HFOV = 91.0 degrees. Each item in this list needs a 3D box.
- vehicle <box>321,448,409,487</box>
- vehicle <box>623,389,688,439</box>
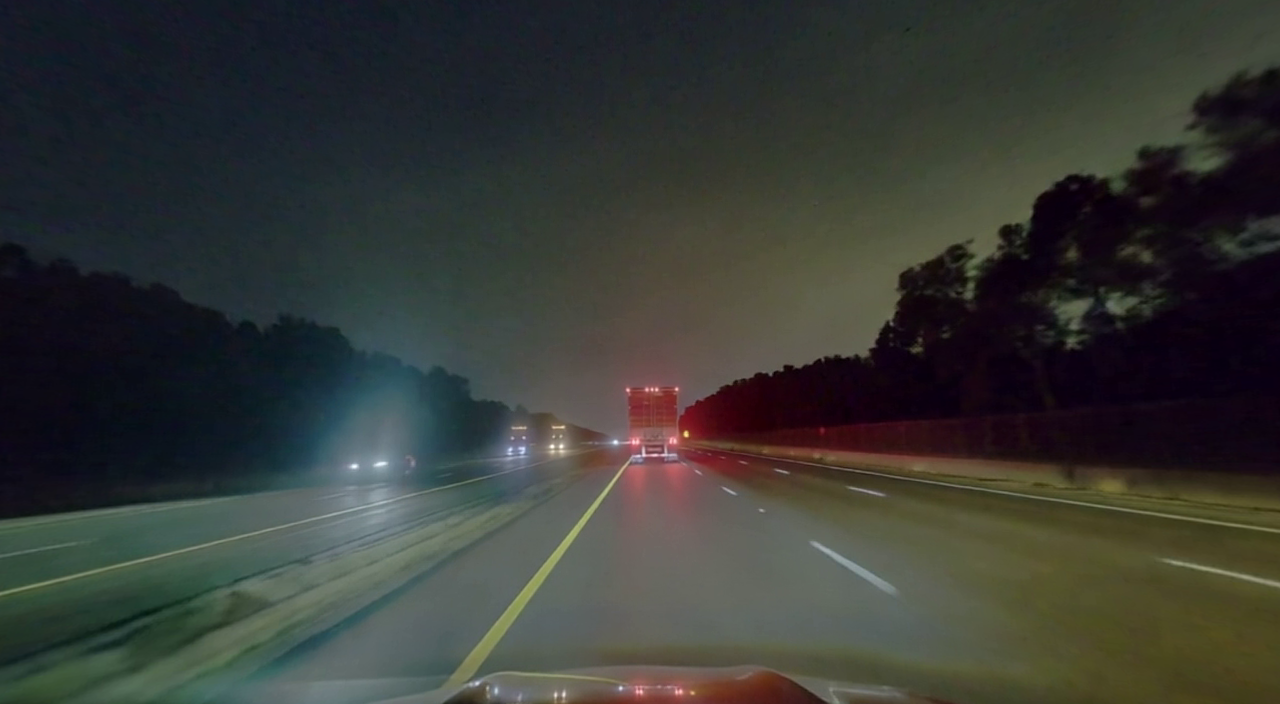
[{"bbox_3d":[-11.810,4.945,27.337,1.761,1.520,4.276,0,-8,2],"label":"vehicle"},{"bbox_3d":[0.582,2.715,26.737,2.509,1.890,4.732,0,-8,0],"label":"vehicle"}]
